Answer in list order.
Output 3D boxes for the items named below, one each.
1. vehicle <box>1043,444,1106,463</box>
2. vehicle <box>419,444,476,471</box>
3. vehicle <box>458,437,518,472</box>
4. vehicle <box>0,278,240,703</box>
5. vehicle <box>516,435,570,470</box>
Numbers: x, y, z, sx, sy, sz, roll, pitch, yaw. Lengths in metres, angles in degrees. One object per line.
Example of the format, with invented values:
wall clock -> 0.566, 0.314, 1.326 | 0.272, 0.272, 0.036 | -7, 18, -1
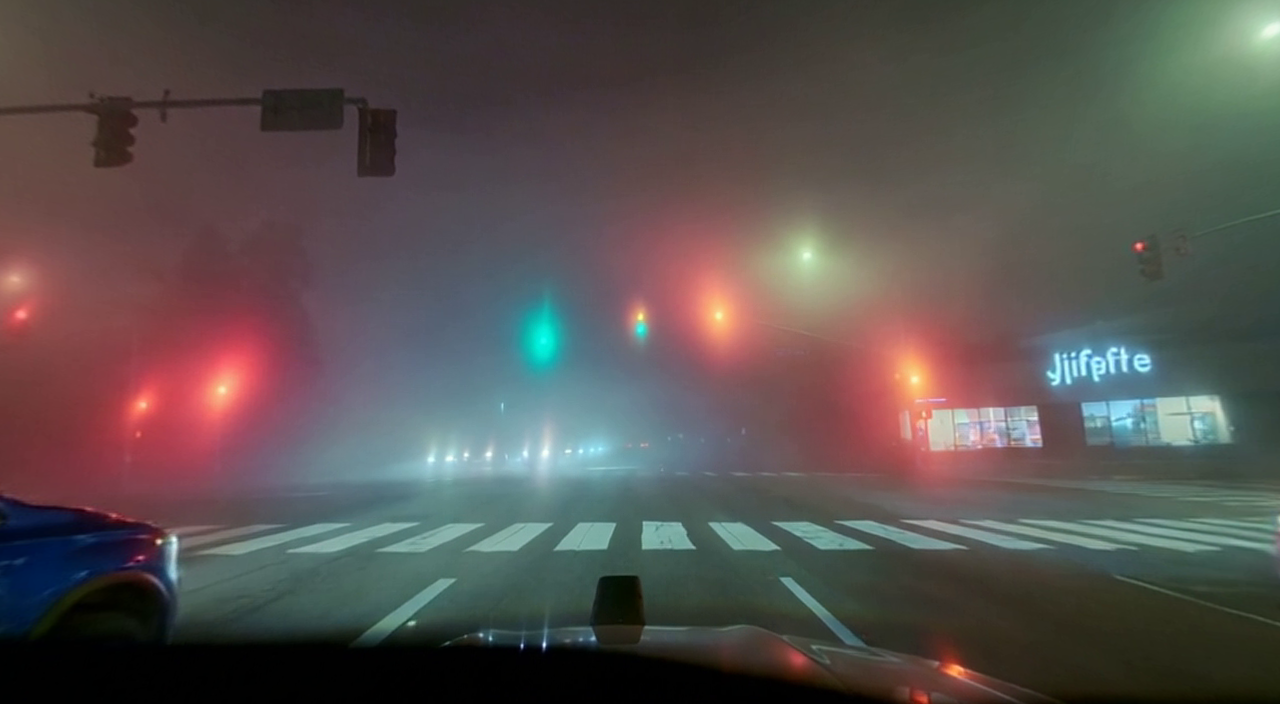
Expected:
vehicle -> 34.264, 8.012, 49.809 | 3.740, 1.433, 1.646 | 0, -8, -2
vehicle -> -11.327, 6.237, 37.438 | 2.003, 1.476, 4.082 | 0, -8, 1
vehicle -> -8.418, 5.695, 35.419 | 2.273, 1.791, 4.809 | 0, -8, -1
vehicle -> -3.326, 0.506, 0.872 | 2.313, 1.883, 5.016 | 0, -9, -1
vehicle -> -5.455, 5.731, 36.203 | 2.384, 1.787, 5.038 | 0, -8, -1
